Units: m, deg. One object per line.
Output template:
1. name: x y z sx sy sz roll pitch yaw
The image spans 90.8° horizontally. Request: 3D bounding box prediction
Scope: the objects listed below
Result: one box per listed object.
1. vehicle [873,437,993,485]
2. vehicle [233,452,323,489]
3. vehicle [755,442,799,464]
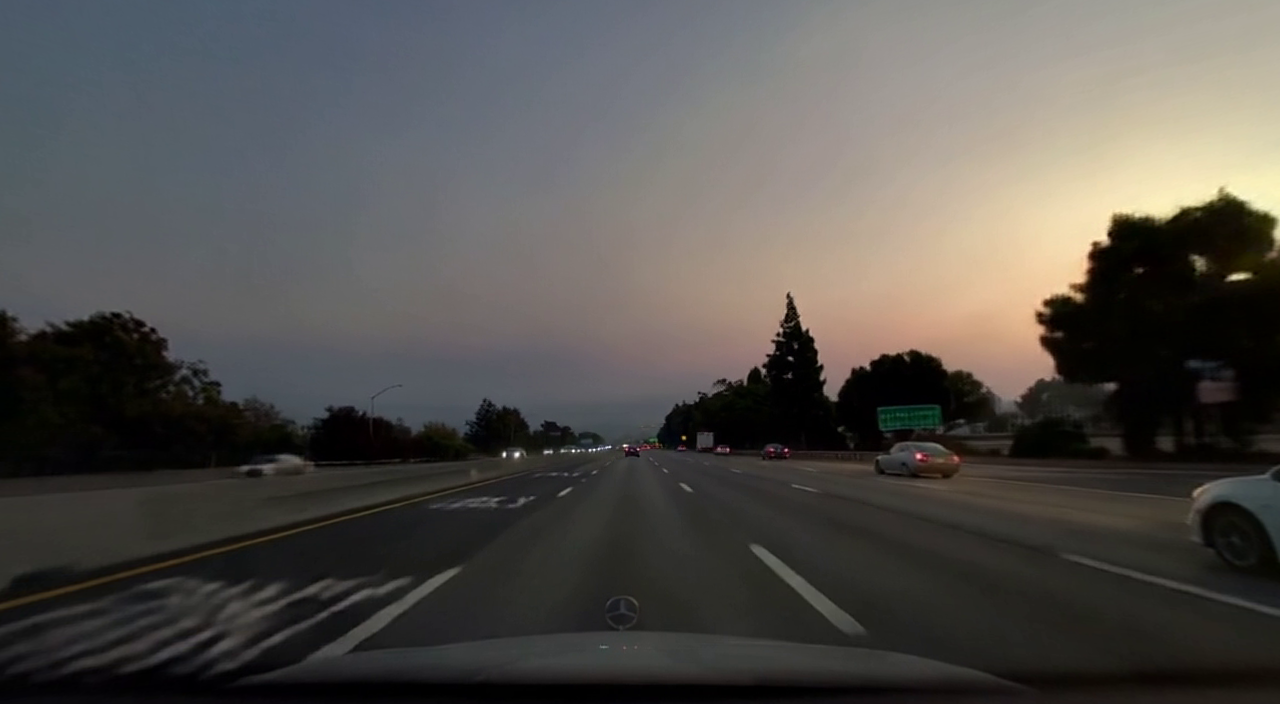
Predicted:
1. vehicle: 10.531 3.949 23.213 1.962 1.536 4.945 0 -9 -1
2. vehicle: -14.961 4.889 26.324 1.629 1.362 3.473 0 -8 0
3. vehicle: 9.803 7.266 45.603 2.075 1.496 4.573 0 -9 -2
